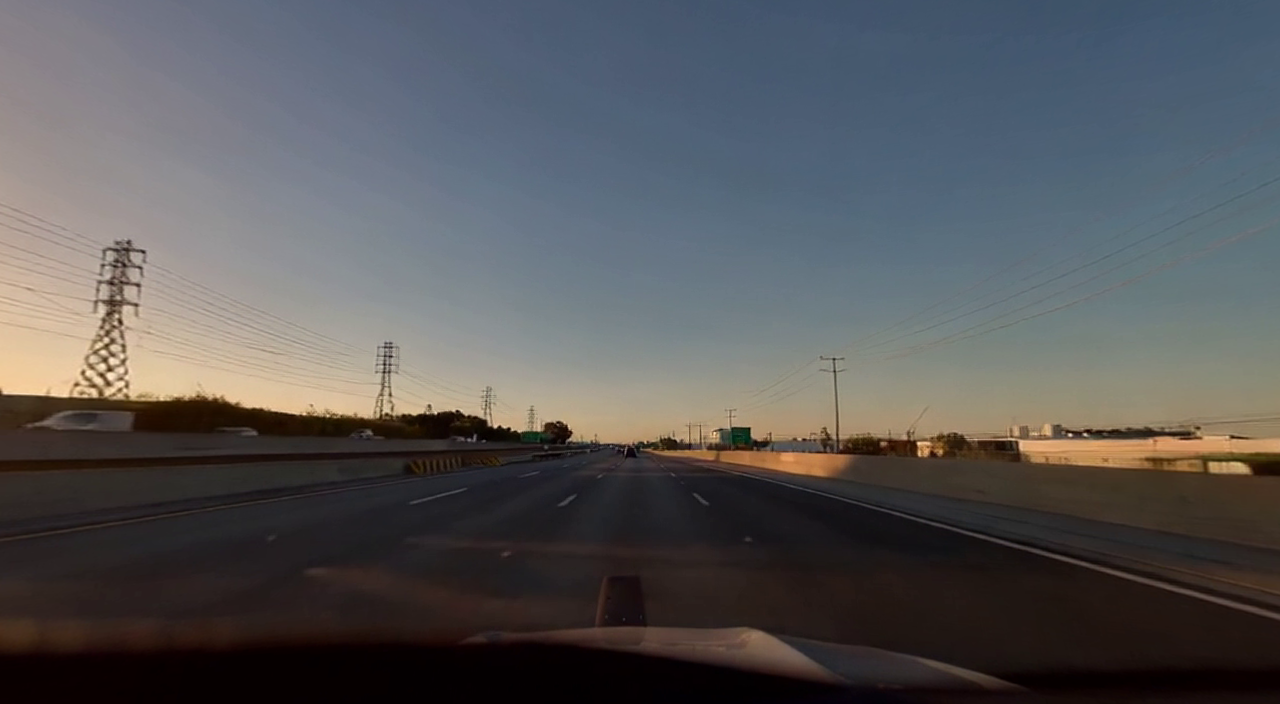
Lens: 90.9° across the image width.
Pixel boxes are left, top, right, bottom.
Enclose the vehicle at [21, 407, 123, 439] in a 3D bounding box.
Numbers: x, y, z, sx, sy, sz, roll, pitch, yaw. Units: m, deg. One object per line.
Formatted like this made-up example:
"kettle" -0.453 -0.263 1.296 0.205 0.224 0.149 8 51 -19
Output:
"vehicle" -31.011 3.944 34.620 1.801 1.555 4.217 0 -9 -3
